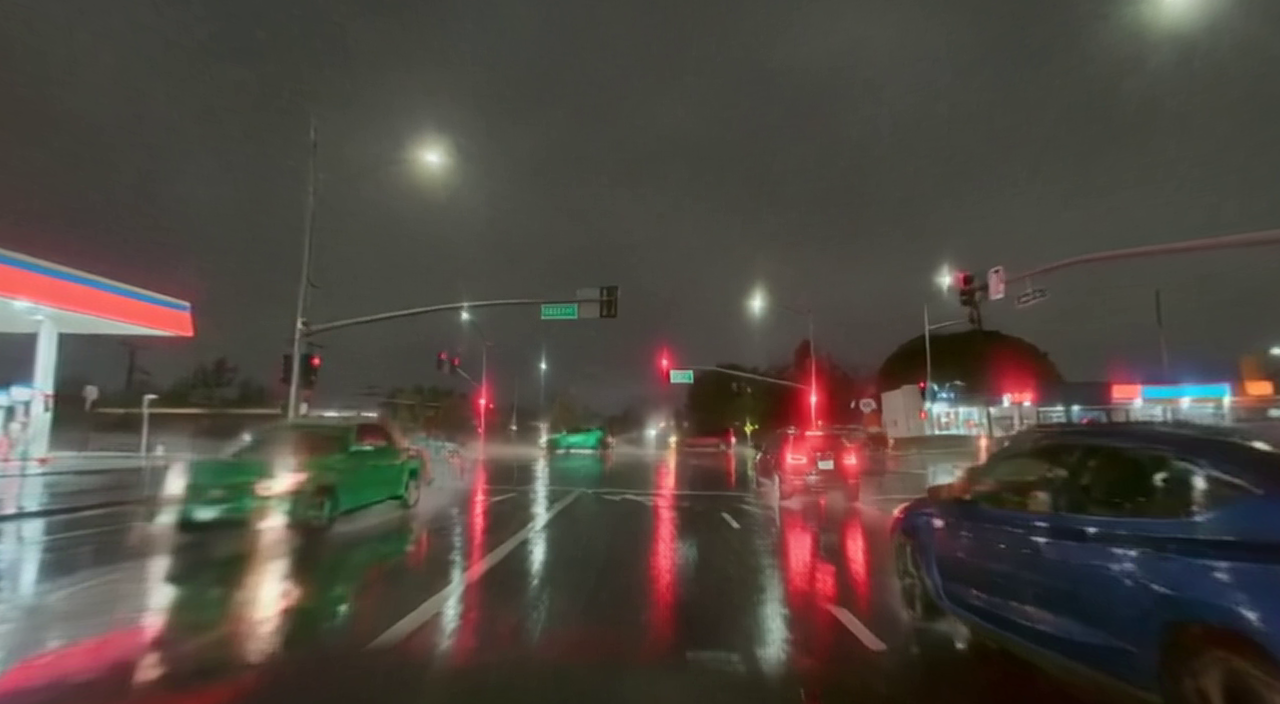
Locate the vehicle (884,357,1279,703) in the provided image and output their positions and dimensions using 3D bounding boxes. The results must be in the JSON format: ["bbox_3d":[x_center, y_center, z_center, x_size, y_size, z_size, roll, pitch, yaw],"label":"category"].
[{"bbox_3d":[2.893,0.874,2.521,1.995,1.525,4.392,0,-8,-1],"label":"vehicle"}]

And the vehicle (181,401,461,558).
[{"bbox_3d":[-4.161,1.731,9.309,2.196,1.696,4.484,1,-8,-7],"label":"vehicle"}]

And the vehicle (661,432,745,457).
[{"bbox_3d":[3.834,5.735,38.979,4.801,1.466,1.830,-5,-10,28],"label":"vehicle"}]

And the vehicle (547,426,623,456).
[{"bbox_3d":[-3.368,5.503,38.891,4.311,1.742,1.864,-4,-9,26],"label":"vehicle"}]

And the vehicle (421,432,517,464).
[{"bbox_3d":[-8.671,4.840,31.928,4.806,1.482,1.862,-6,-10,32],"label":"vehicle"}]
